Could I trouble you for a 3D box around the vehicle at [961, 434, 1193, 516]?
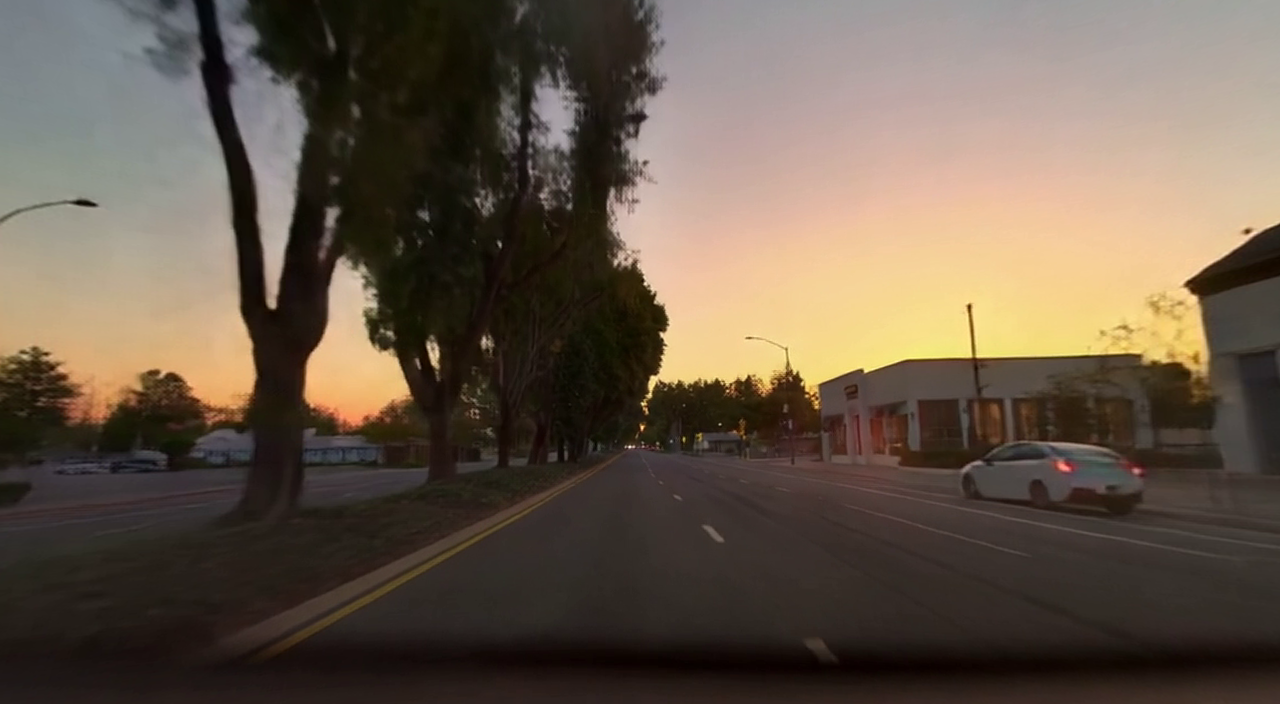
[{"bbox_3d":[9.613,2.735,14.494,1.981,1.557,4.456,0,-9,-2],"label":"vehicle"}]
